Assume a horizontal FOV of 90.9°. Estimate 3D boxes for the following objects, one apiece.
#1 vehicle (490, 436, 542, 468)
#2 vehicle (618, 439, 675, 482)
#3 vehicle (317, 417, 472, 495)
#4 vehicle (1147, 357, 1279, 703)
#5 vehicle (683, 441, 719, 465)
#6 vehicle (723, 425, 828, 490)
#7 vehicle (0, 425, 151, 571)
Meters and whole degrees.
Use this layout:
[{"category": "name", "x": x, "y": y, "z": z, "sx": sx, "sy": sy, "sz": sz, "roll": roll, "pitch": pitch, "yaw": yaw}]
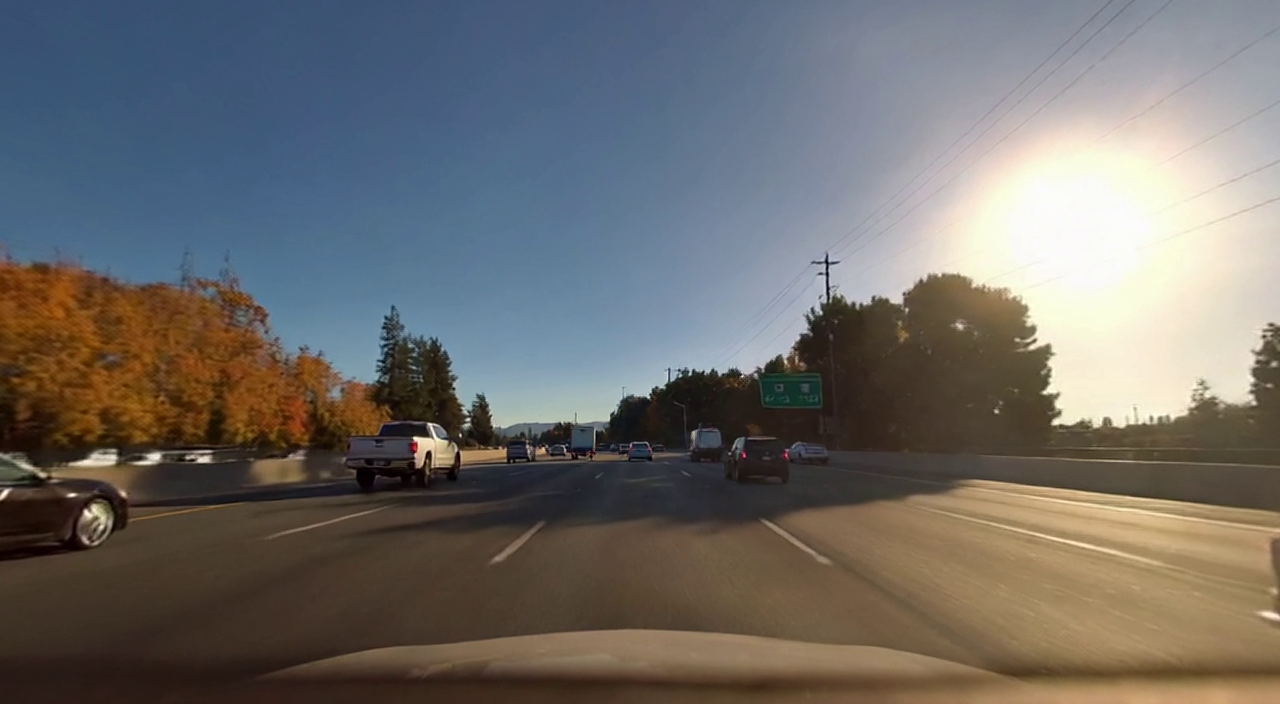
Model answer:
[{"category": "vehicle", "x": -6.970, "y": 5.695, "z": 35.930, "sx": 1.978, "sy": 1.680, "sz": 4.263, "roll": 0, "pitch": -9, "yaw": 1}, {"category": "vehicle", "x": 0.215, "y": 4.042, "z": 23.806, "sx": 1.966, "sy": 1.444, "sz": 3.986, "roll": 0, "pitch": -9, "yaw": 0}, {"category": "vehicle", "x": -6.975, "y": 3.068, "z": 18.853, "sx": 2.269, "sy": 1.936, "sz": 5.777, "roll": 0, "pitch": -9, "yaw": 0}, {"category": "vehicle", "x": 3.914, "y": 0.648, "z": 1.391, "sx": 2.002, "sy": 1.691, "sz": 4.290, "roll": 0, "pitch": -9, "yaw": 1}, {"category": "vehicle", "x": 3.906, "y": 6.528, "z": 40.850, "sx": 1.895, "sy": 1.429, "sz": 3.908, "roll": 0, "pitch": -9, "yaw": -1}, {"category": "vehicle", "x": 4.071, "y": 3.274, "z": 19.851, "sx": 2.195, "sy": 1.778, "sz": 4.455, "roll": 0, "pitch": -9, "yaw": -2}, {"category": "vehicle", "x": -7.519, "y": 1.453, "z": 6.183, "sx": 1.911, "sy": 1.479, "sz": 4.312, "roll": 0, "pitch": -9, "yaw": 1}]
